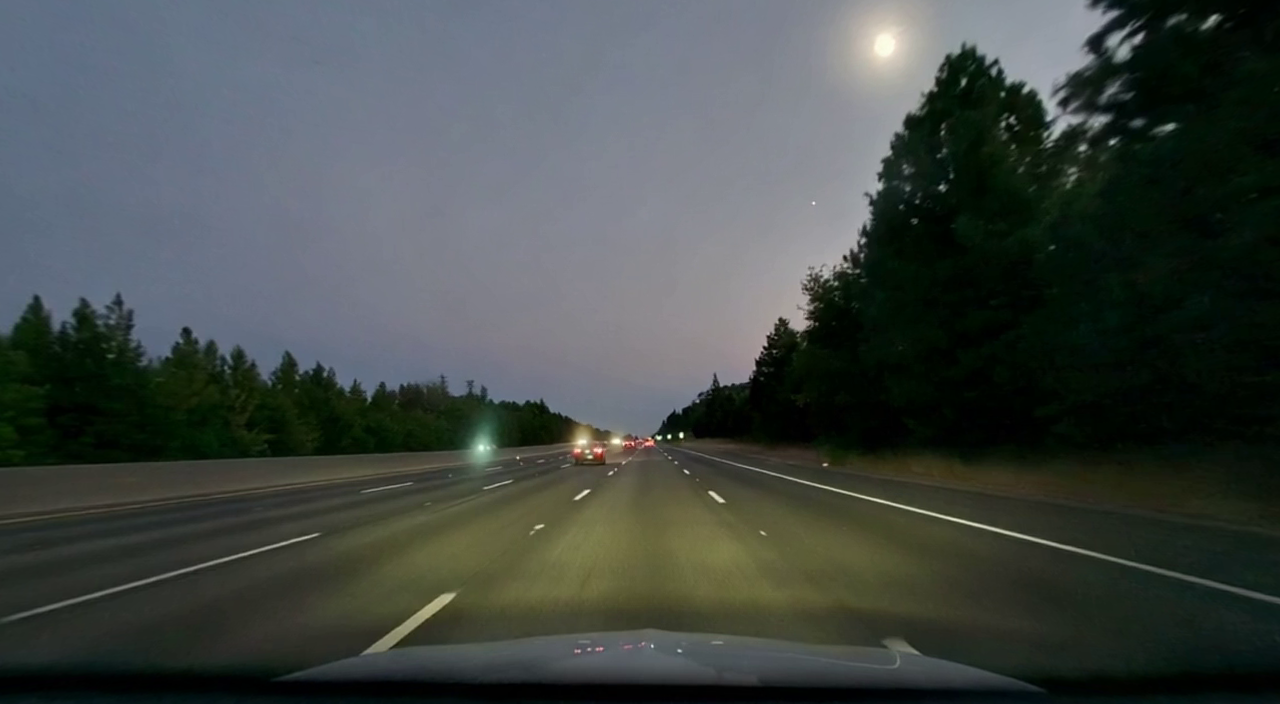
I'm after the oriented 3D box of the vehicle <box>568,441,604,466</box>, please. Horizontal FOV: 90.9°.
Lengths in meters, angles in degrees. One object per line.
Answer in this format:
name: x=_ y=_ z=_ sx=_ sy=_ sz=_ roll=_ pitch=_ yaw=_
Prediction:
vehicle: x=-3.547 y=6.712 z=41.890 sx=1.993 sy=1.589 sz=3.898 roll=0 pitch=-8 yaw=1
